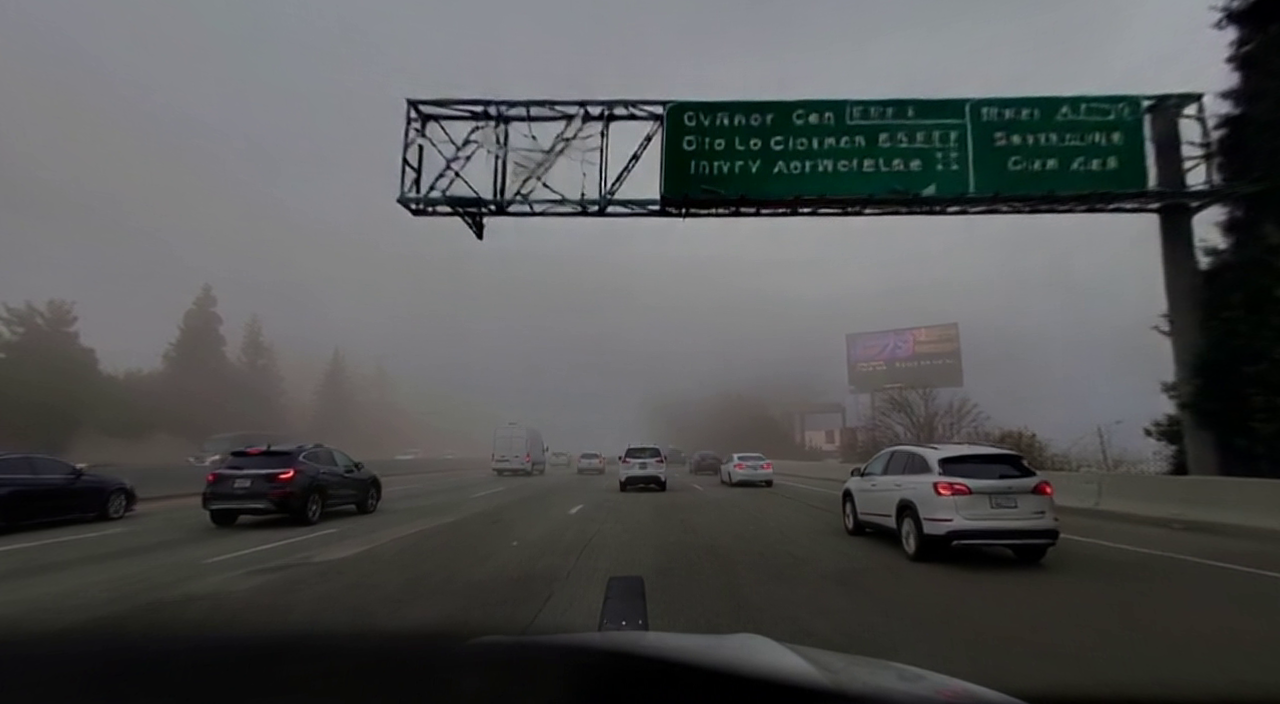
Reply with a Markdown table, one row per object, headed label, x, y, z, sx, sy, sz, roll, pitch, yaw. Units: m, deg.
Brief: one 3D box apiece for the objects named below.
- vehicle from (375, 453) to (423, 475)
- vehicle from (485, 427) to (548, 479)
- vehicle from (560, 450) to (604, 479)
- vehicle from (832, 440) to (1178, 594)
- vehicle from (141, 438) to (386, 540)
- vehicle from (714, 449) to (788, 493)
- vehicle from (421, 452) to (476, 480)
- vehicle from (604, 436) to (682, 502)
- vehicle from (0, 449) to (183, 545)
| label | x | y | z | sx | sy | sz | roll | pitch | yaw |
| --- | --- | --- | --- | --- | --- | --- | --- | --- | --- |
| vehicle | -17.848 | 8.315 | 46.887 | 1.801 | 1.467 | 4.315 | 0 | -8 | 1 |
| vehicle | -7.243 | 5.997 | 37.821 | 2.358 | 2.817 | 7.055 | 0 | -8 | 0 |
| vehicle | -3.282 | 6.498 | 36.665 | 2.079 | 1.499 | 4.512 | 0 | -8 | 1 |
| vehicle | 4.257 | 1.946 | 8.464 | 1.915 | 1.482 | 4.537 | 0 | -8 | 0 |
| vehicle | -6.999 | 2.544 | 12.456 | 2.021 | 1.632 | 4.417 | 0 | -8 | 1 |
| vehicle | 4.149 | 4.504 | 24.299 | 1.942 | 1.487 | 4.518 | 0 | -8 | -1 |
| vehicle | -11.031 | 6.551 | 36.537 | 1.923 | 1.480 | 3.905 | 0 | -8 | 0 |
| vehicle | 0.102 | 3.679 | 20.329 | 2.209 | 1.863 | 4.626 | 0 | -8 | 1 |
| vehicle | -10.888 | 2.487 | 11.265 | 1.970 | 1.441 | 4.555 | 0 | -8 | 1 |
